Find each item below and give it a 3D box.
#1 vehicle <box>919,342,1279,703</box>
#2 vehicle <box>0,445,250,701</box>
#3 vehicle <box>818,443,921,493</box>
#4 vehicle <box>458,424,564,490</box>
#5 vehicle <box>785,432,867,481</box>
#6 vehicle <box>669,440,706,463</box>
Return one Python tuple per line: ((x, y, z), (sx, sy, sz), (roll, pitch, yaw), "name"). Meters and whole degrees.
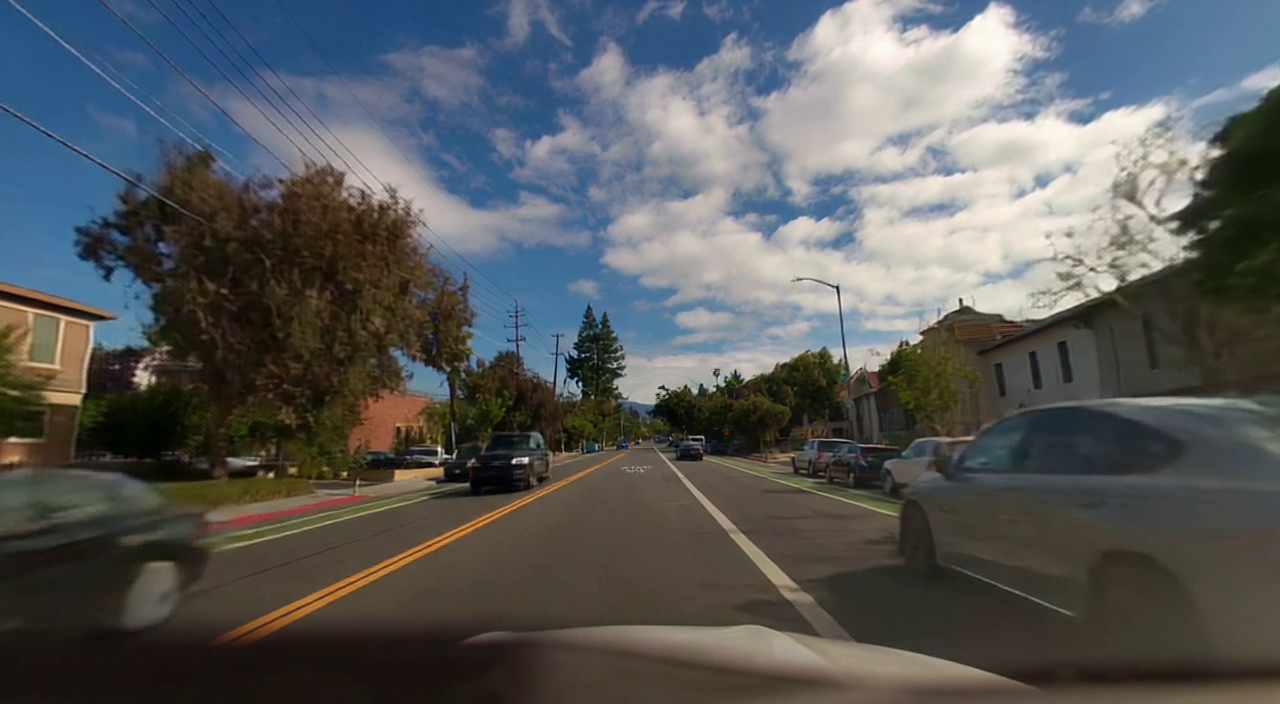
((3.311, 0.897, 2.795), (2.004, 1.704, 4.573), (0, -9, 0), "vehicle")
((-4.723, 1.314, 3.823), (1.989, 1.474, 4.112), (-1, -9, 2), "vehicle")
((7.741, 3.920, 21.808), (1.862, 1.492, 4.571), (1, -8, 0), "vehicle")
((-4.429, 3.758, 22.892), (2.435, 2.069, 5.772), (-1, -8, 2), "vehicle")
((8.084, 4.599, 28.008), (2.133, 1.911, 5.455), (-1, -8, 2), "vehicle")
((3.247, 6.963, 44.353), (2.059, 1.489, 4.629), (0, -8, -2), "vehicle")
